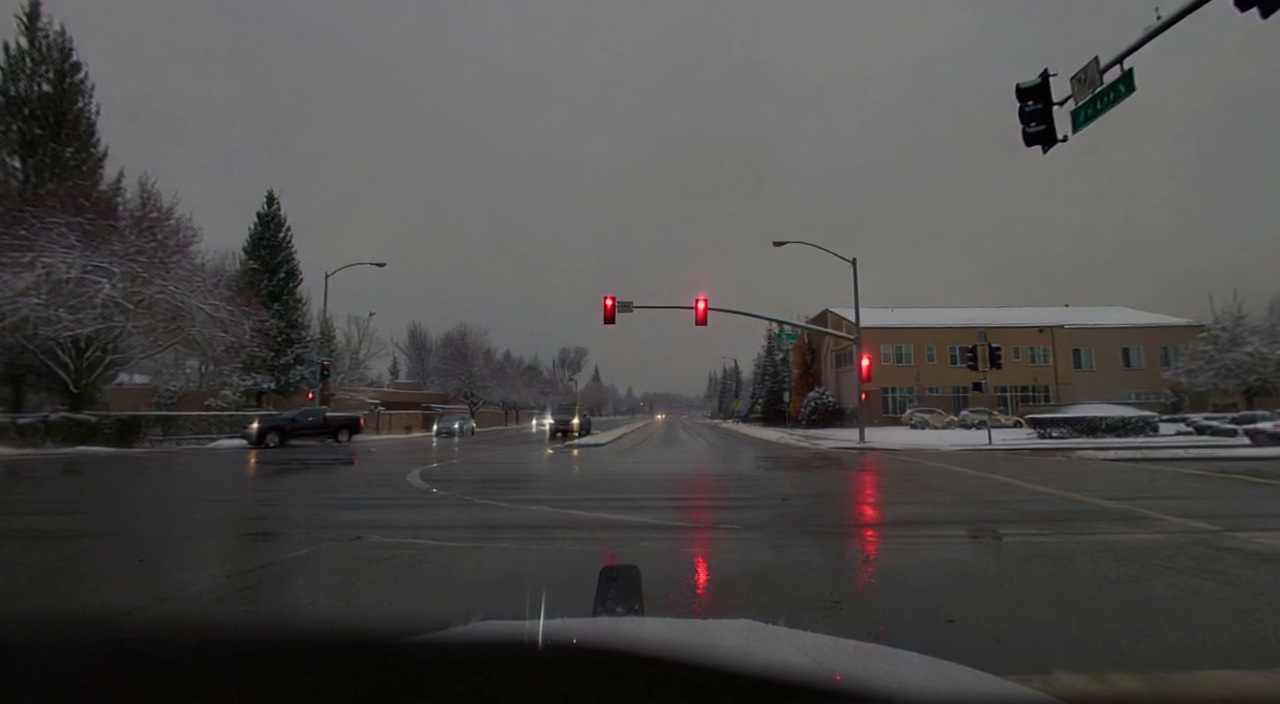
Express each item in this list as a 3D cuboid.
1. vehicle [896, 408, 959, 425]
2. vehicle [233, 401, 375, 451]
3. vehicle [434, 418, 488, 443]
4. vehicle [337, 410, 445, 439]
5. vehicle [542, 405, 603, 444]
[{"bbox_3d":[22.002,4.938,48.440,3.933,1.219,1.700,-1,-9,3],"label":"vehicle"},{"bbox_3d":[-14.108,3.232,26.938,2.340,1.902,4.920,-3,-9,20],"label":"vehicle"},{"bbox_3d":[-11.315,5.032,40.213,1.899,1.510,4.294,-1,-8,4],"label":"vehicle"},{"bbox_3d":[-17.131,5.094,43.762,6.496,1.847,2.164,8,-11,-42],"label":"vehicle"},{"bbox_3d":[-3.484,3.987,33.896,2.306,1.907,5.382,-1,-9,4],"label":"vehicle"}]
